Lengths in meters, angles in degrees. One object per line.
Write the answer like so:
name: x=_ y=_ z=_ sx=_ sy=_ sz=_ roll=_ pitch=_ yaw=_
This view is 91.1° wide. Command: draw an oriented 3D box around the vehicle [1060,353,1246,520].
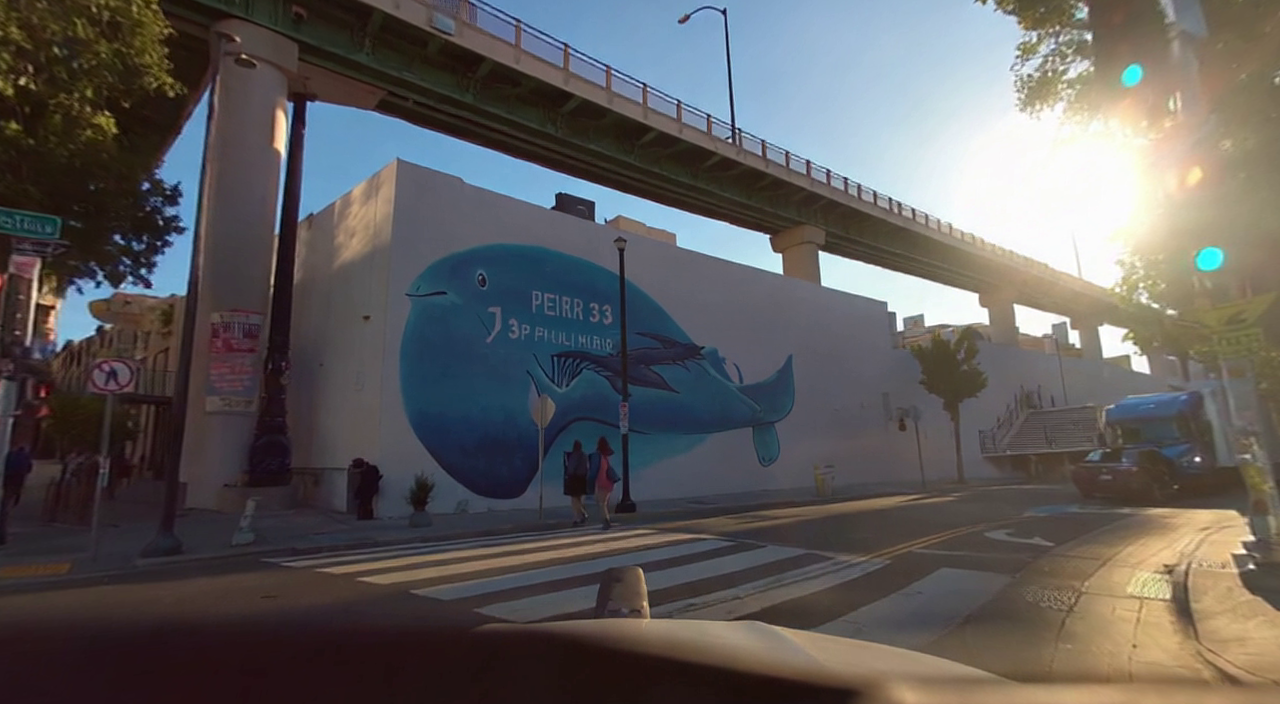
vehicle: x=15.789 y=2.564 z=18.954 sx=9.347 sy=3.893 sz=2.849 roll=8 pitch=-12 yaw=-43
